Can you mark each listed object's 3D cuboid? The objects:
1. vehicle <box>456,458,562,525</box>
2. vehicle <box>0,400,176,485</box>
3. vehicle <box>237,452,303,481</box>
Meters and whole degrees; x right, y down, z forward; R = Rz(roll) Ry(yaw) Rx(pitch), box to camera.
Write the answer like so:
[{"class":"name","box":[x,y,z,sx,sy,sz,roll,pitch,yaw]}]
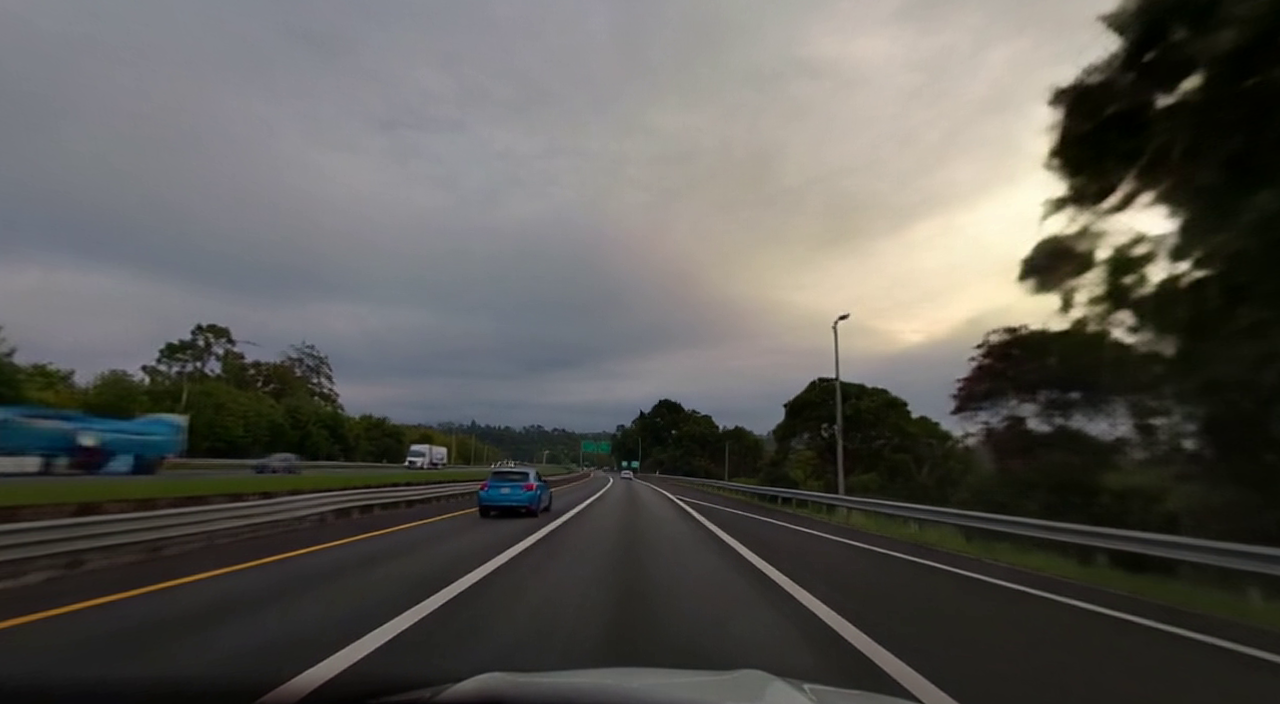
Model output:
[{"class":"vehicle","box":[-3.444,3.770,17.436,1.967,1.556,4.364,1,-10,0]},{"class":"vehicle","box":[-28.242,4.649,31.094,2.808,3.437,10.955,1,-10,-4]},{"class":"vehicle","box":[-24.915,7.732,42.570,1.984,1.800,4.321,1,-10,-4]}]
